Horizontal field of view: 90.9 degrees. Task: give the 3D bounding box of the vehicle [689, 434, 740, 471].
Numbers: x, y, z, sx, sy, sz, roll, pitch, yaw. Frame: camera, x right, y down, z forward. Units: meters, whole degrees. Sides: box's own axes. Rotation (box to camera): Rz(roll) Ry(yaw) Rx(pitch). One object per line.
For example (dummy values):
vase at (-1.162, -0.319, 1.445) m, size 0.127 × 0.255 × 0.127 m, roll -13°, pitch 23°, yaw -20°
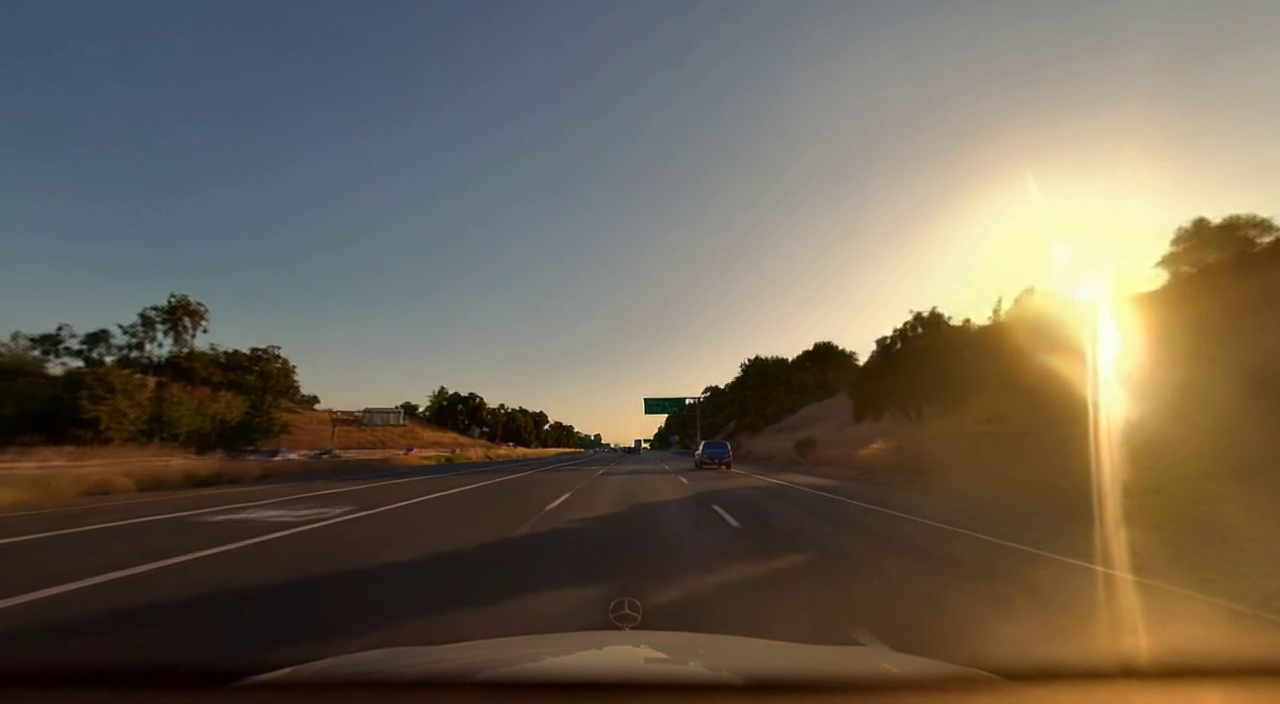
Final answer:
vehicle at (4.120, 5.630, 35.644) m, size 2.172 × 1.930 × 4.879 m, roll 0°, pitch -8°, yaw -1°
